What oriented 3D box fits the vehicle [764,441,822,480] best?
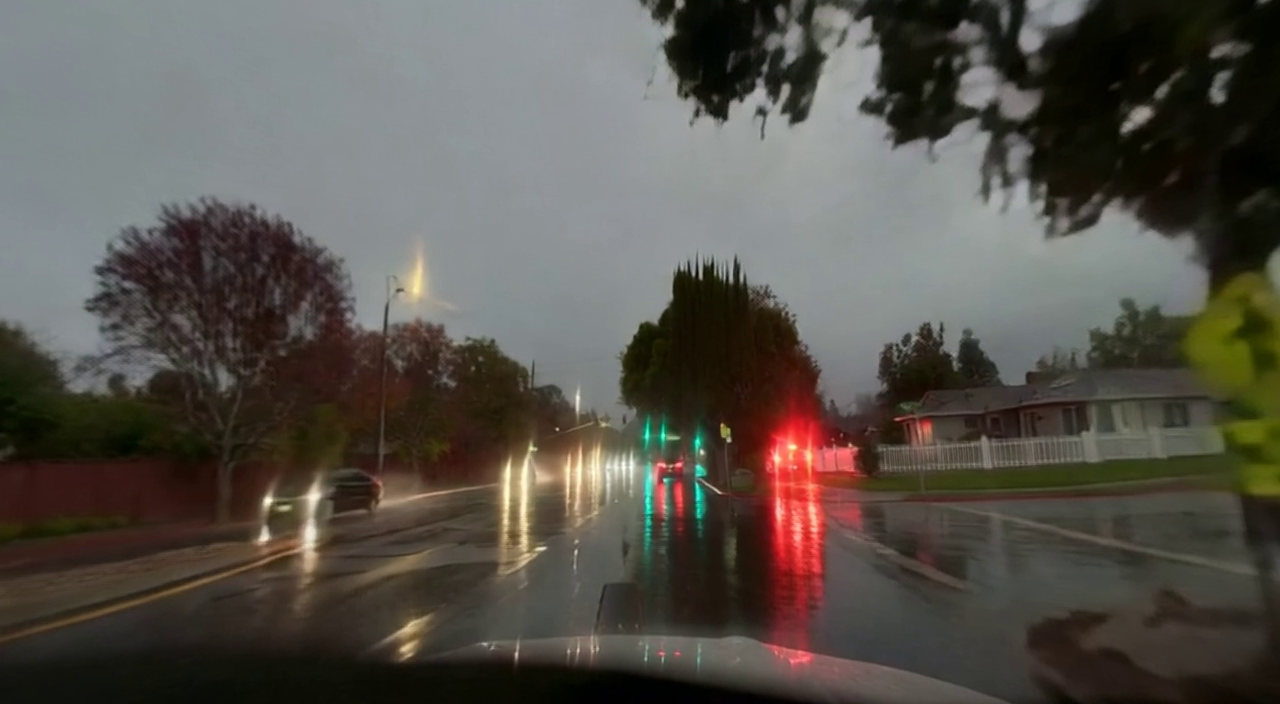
[{"bbox_3d":[9.959,7.184,41.550,2.531,2.263,6.802,0,-10,4],"label":"vehicle"}]

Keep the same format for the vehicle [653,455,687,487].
[{"bbox_3d":[1.972,7.621,40.421,2.059,1.908,4.714,0,-10,4],"label":"vehicle"}]

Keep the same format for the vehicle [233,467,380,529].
[{"bbox_3d":[-10.760,4.715,20.810,2.014,1.734,4.482,0,-10,6],"label":"vehicle"}]
